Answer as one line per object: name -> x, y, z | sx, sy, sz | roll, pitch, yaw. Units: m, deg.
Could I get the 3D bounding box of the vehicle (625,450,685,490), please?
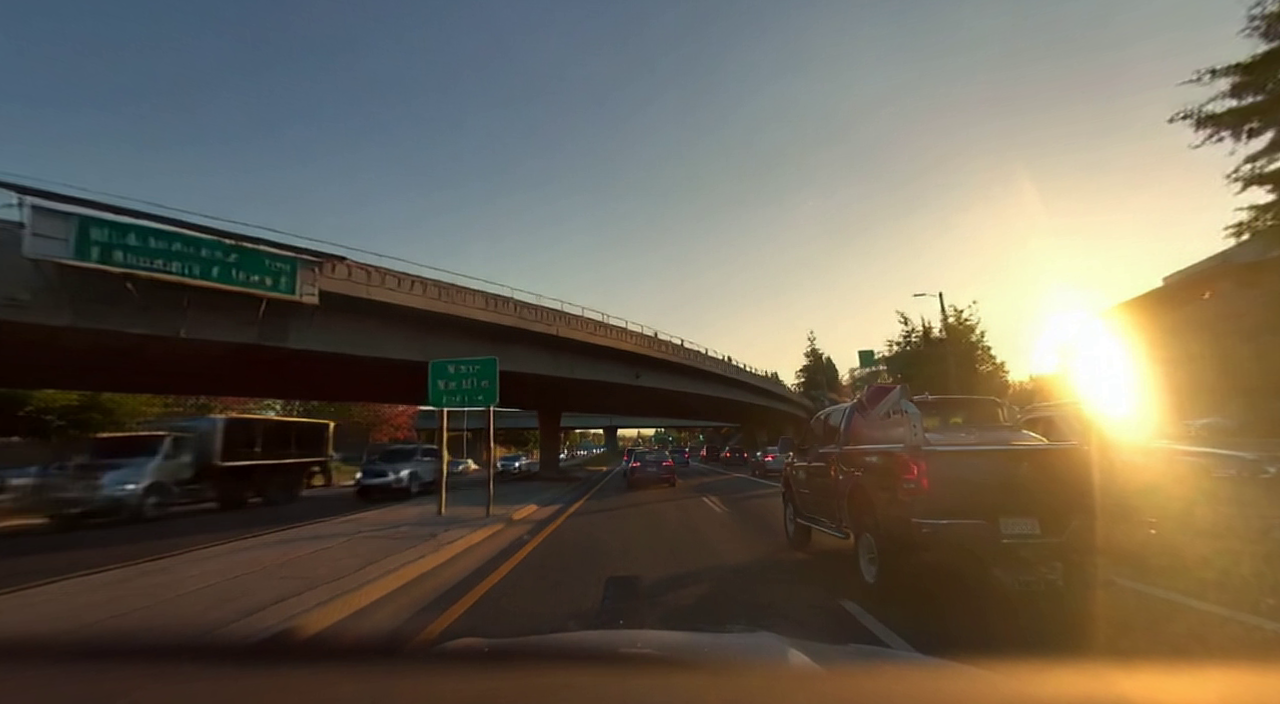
vehicle -> 0.511, 4.312, 23.384 | 2.027, 1.341, 3.775 | 0, -9, 0

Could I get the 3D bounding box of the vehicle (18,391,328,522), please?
vehicle -> -15.830, 3.725, 23.250 | 3.206, 3.617, 10.684 | -1, -8, 0

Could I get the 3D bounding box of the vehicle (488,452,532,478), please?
vehicle -> -8.251, 7.184, 40.408 | 1.858, 1.494, 4.034 | 0, -9, 1

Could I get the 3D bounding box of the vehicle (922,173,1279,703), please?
vehicle -> 3.449, 0.592, 2.254 | 2.588, 2.321, 4.927 | 0, -9, 0

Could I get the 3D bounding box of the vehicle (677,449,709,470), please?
vehicle -> 3.767, 7.741, 45.634 | 1.962, 1.431, 4.205 | 0, -9, 0

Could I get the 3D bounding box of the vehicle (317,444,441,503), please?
vehicle -> -8.627, 4.016, 21.454 | 2.165, 1.764, 4.671 | 0, -9, 0
